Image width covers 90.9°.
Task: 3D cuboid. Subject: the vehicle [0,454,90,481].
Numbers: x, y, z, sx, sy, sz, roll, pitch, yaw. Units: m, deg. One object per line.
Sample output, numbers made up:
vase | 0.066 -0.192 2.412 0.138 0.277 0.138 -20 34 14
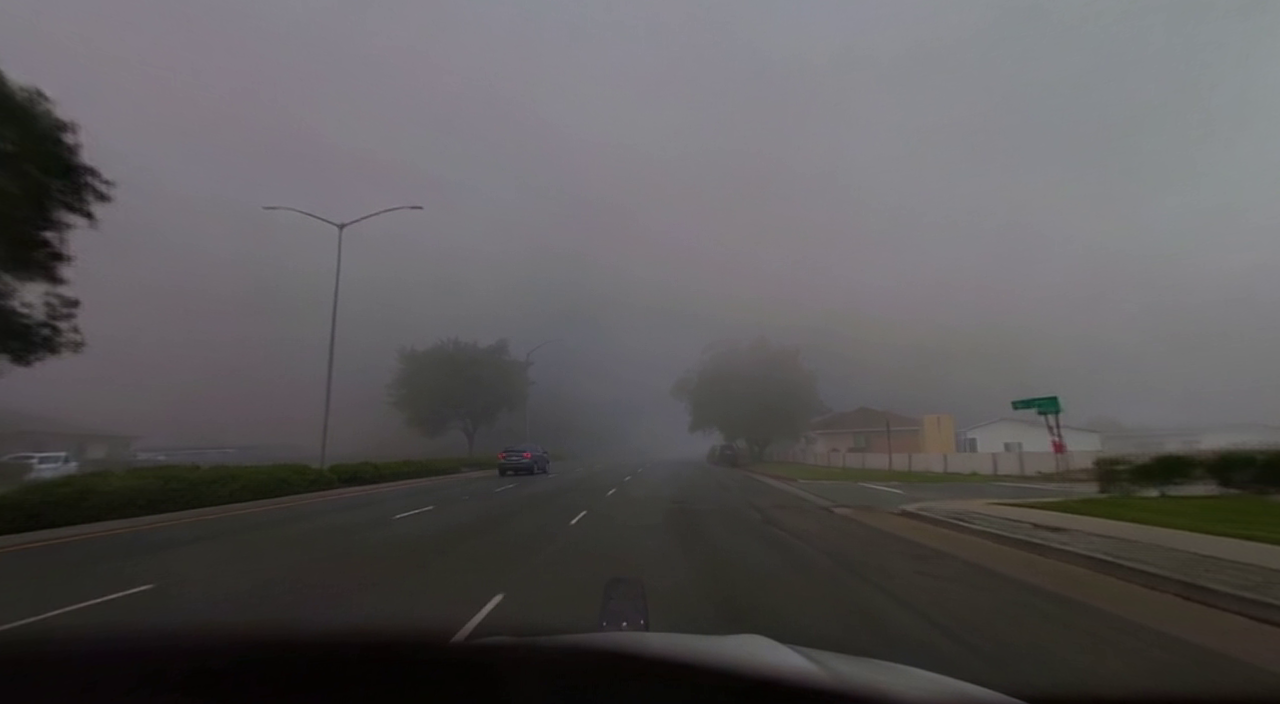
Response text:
vehicle | -34.896 6.690 36.610 3.856 1.439 1.884 2 -9 -13

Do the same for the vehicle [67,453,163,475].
vehicle | -36.118 7.719 43.463 4.690 1.435 1.908 2 -10 -8

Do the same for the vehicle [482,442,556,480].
vehicle | -5.102 4.666 27.245 2.060 1.473 4.645 0 -9 3

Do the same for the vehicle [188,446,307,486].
vehicle | -15.455 4.483 25.166 1.859 1.463 4.421 0 -9 1

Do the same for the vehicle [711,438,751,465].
vehicle | 7.108 7.840 49.880 2.695 2.013 6.661 0 -9 5
